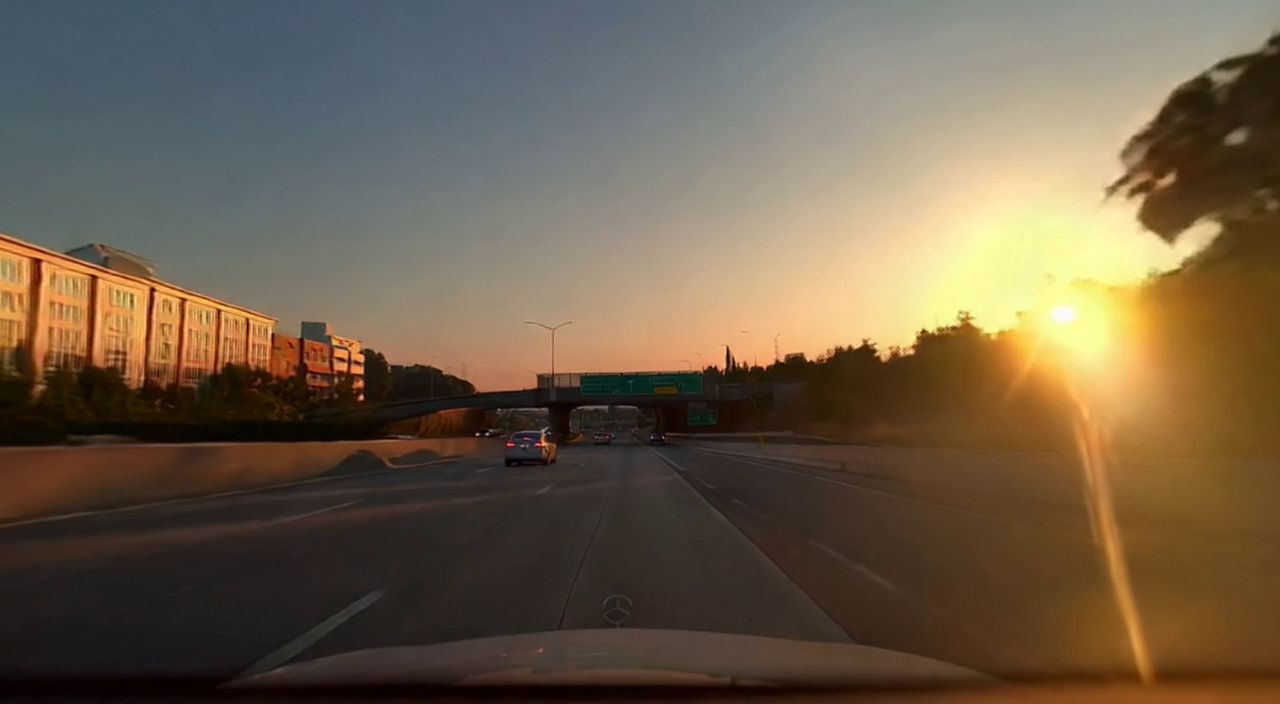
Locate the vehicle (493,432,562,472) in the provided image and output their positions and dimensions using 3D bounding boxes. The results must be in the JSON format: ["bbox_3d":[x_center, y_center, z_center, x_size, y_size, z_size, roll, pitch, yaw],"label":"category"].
[{"bbox_3d":[-4.459,4.018,25.629,1.996,1.490,4.571,0,-8,0],"label":"vehicle"}]
